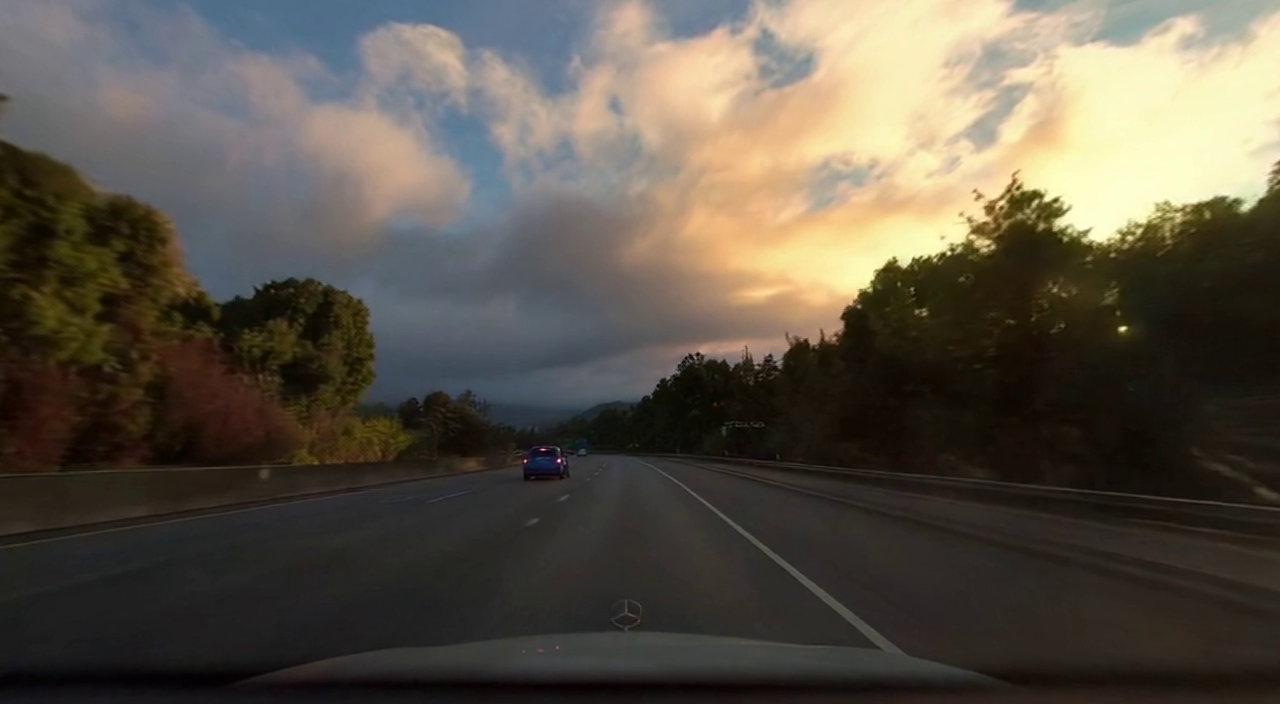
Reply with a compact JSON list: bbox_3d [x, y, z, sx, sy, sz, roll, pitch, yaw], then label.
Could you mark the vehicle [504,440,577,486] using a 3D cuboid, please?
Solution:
[{"bbox_3d":[-3.990,4.563,26.208,2.279,1.683,4.726,0,-9,-1],"label":"vehicle"}]
